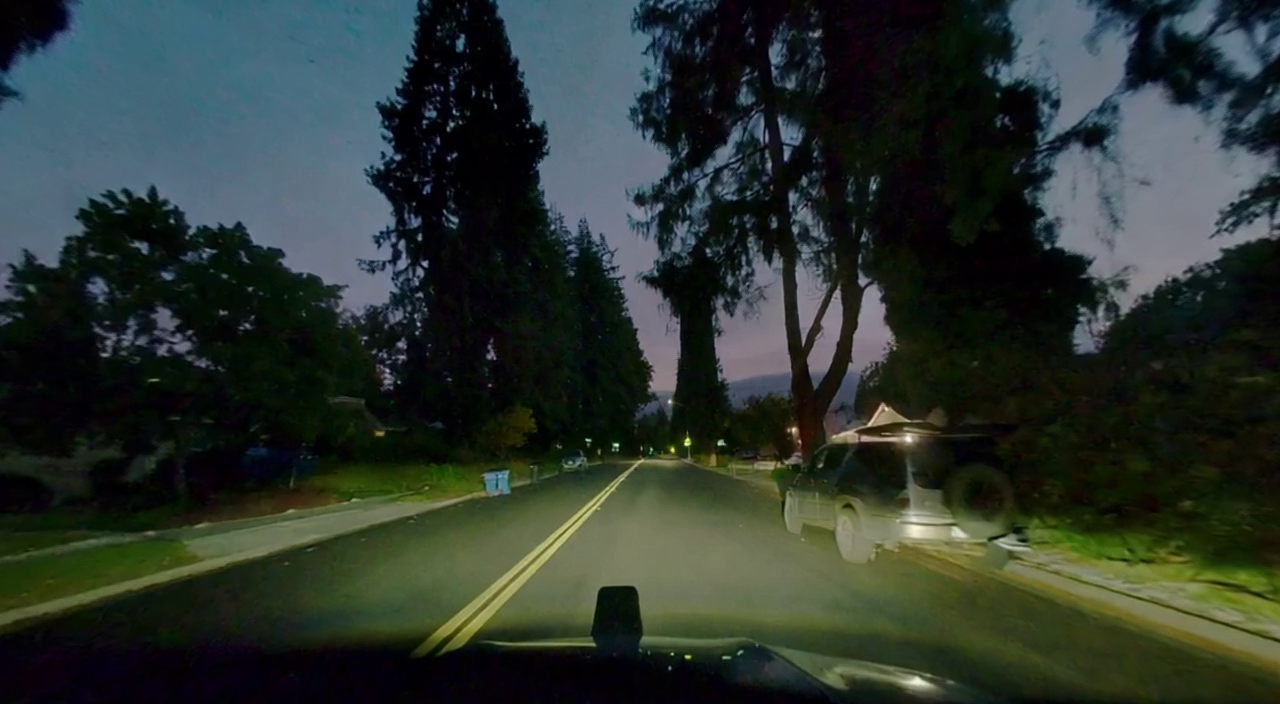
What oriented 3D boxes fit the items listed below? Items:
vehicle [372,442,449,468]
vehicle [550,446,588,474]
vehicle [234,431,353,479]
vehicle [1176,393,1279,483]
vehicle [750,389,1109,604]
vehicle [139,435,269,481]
[{"bbox_3d":[-14.005,6.263,38.409,4.668,1.491,1.941,-6,-10,32],"label":"vehicle"},{"bbox_3d":[-4.946,7.599,44.625,1.924,1.765,4.542,-4,-10,3],"label":"vehicle"},{"bbox_3d":[-14.024,4.145,25.534,4.537,1.751,2.051,-5,-10,29],"label":"vehicle"},{"bbox_3d":[16.977,2.249,15.371,5.764,2.067,2.261,0,-9,35],"label":"vehicle"},{"bbox_3d":[2.954,1.641,8.212,2.150,1.811,5.461,-1,-8,1],"label":"vehicle"},{"bbox_3d":[-16.224,3.912,23.470,4.526,1.539,2.120,-5,-10,30],"label":"vehicle"}]
